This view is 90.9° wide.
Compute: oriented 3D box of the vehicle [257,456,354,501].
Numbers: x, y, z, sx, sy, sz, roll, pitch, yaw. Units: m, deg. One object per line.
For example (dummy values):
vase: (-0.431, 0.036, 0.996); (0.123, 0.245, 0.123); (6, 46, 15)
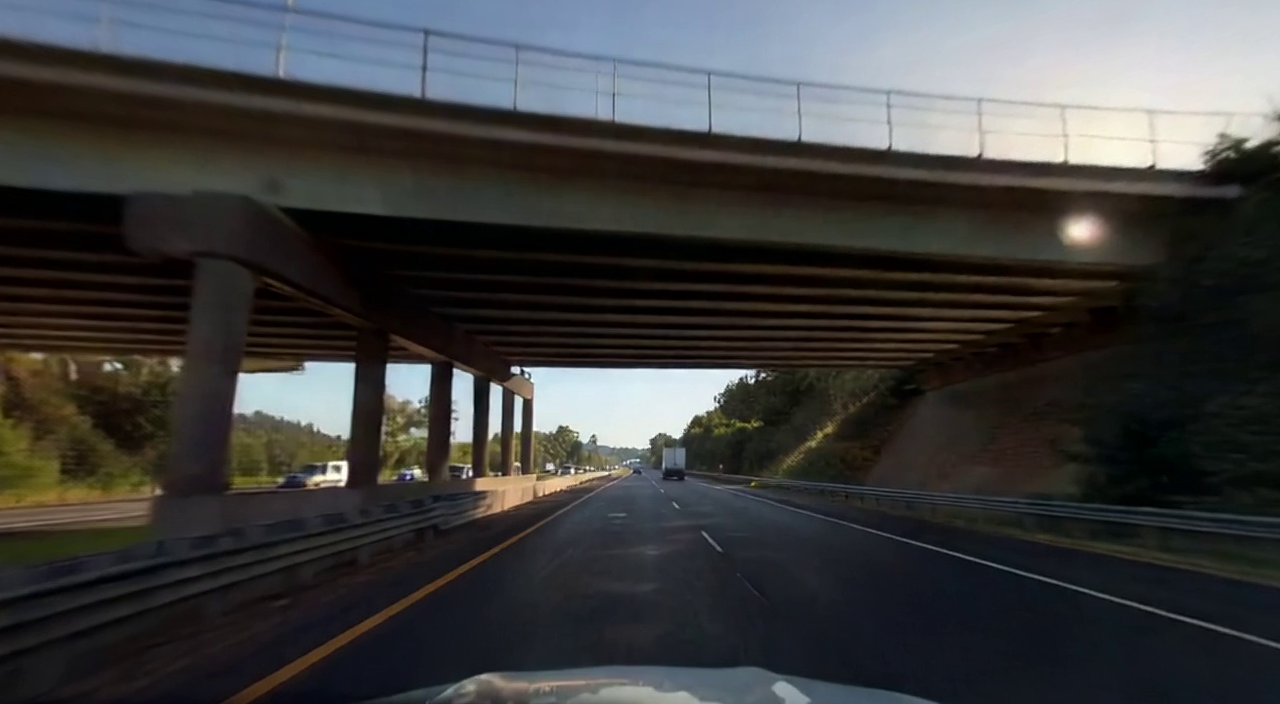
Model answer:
vehicle: (-16.181, 6.138, 30.829); (2.033, 1.979, 4.783); (1, -10, 0)

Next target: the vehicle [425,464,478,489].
vehicle: (-12.723, 8.442, 42.825); (2.034, 1.579, 4.707); (1, -10, 1)
